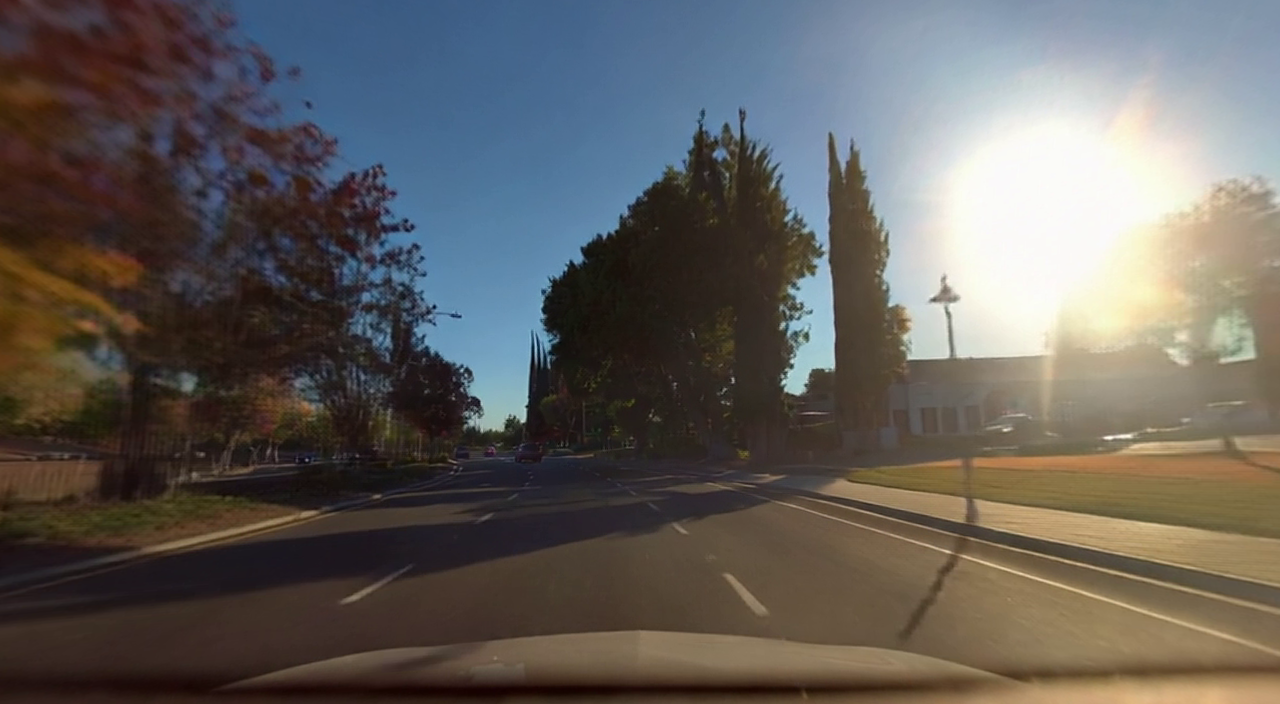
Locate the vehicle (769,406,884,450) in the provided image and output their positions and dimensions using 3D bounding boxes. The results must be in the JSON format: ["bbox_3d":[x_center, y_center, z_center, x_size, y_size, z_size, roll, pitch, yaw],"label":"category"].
[{"bbox_3d":[12.917,5.476,44.548,2.757,2.765,7.526,6,-11,-36],"label":"vehicle"}]

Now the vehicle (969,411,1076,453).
[{"bbox_3d":[18.854,3.981,31.096,4.802,1.900,2.373,5,-10,-31],"label":"vehicle"}]
